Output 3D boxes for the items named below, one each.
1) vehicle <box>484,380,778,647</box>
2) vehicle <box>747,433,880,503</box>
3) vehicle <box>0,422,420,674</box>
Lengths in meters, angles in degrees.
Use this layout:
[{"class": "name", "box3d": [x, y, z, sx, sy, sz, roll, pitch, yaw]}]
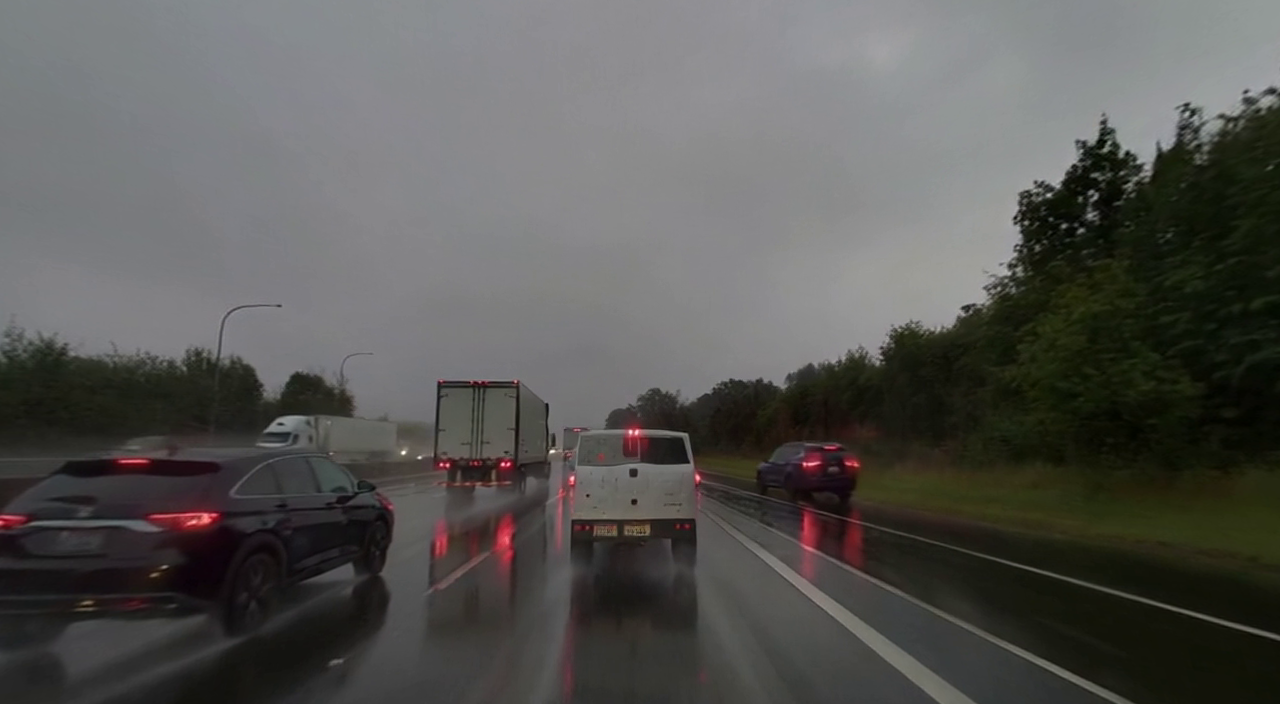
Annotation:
[{"class": "vehicle", "box3d": [-0.092, 1.359, 6.086, 1.995, 1.798, 3.380, 0, -9, -1]}, {"class": "vehicle", "box3d": [4.943, 3.394, 18.905, 2.182, 1.781, 4.875, 0, -9, -5]}, {"class": "vehicle", "box3d": [-3.928, 1.532, 6.078, 1.986, 1.501, 4.407, -1, -9, 1]}]
